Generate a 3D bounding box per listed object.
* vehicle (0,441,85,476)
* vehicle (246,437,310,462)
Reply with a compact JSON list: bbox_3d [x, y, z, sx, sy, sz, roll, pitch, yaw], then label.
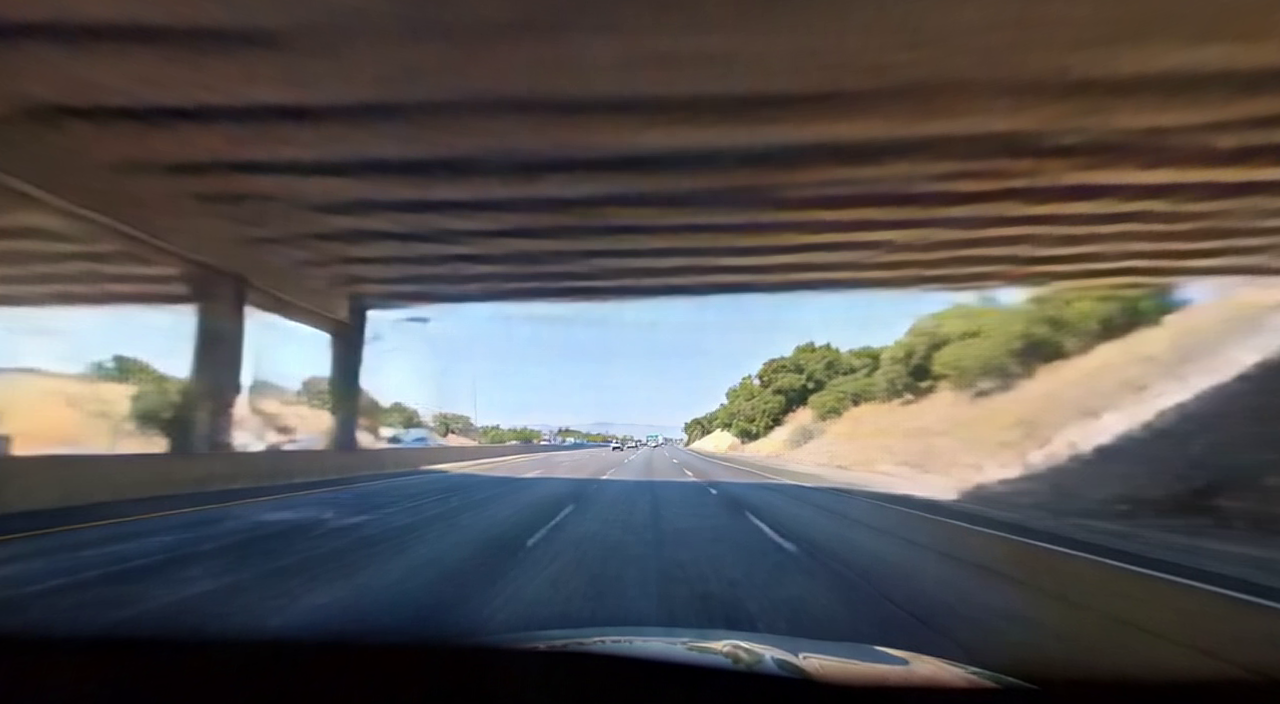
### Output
[{"bbox_3d":[-28.250,4.773,28.528,1.861,1.478,4.806,0,-9,0],"label":"vehicle"},{"bbox_3d":[-28.055,7.577,49.052,1.986,1.769,4.812,0,-9,1],"label":"vehicle"}]
